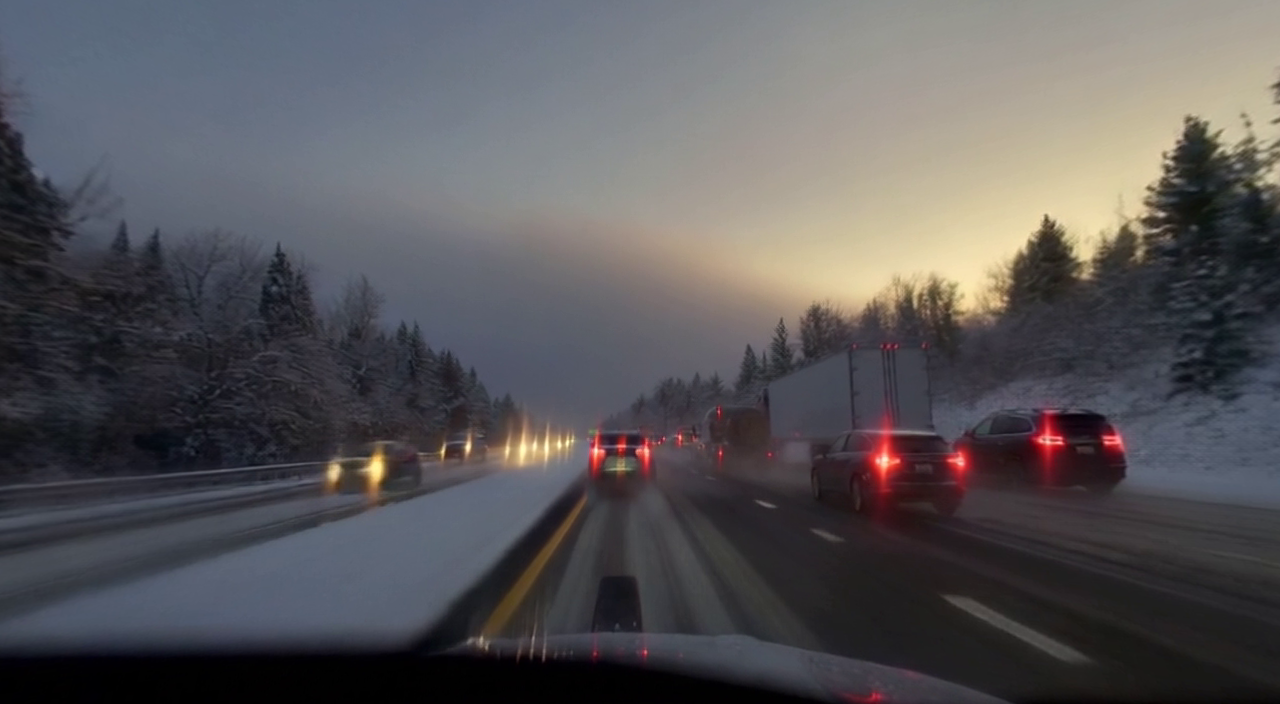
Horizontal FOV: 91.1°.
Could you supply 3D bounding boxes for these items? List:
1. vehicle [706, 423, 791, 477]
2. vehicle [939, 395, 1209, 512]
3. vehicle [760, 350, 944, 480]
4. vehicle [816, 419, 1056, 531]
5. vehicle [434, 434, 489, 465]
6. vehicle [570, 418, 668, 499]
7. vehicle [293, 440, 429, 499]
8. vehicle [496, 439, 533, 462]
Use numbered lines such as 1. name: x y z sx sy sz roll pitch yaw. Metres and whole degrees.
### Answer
1. vehicle: 3.638 3.359 21.819 2.147 1.707 3.963 0 -8 -1
2. vehicle: 8.495 2.025 13.039 2.116 1.965 4.691 0 -8 -2
3. vehicle: 7.915 2.834 26.506 2.867 4.066 13.802 0 -7 0
4. vehicle: 4.628 1.958 10.675 2.040 1.523 4.068 0 -8 0
5. vehicle: -12.318 6.742 43.806 2.338 2.059 5.149 0 -8 -1
6. vehicle: -0.488 2.567 15.641 2.087 1.709 4.455 0 -8 -1
7. vehicle: -8.397 3.532 19.544 2.054 1.579 4.792 0 -8 0
8. vehicle: -8.877 7.001 44.851 1.872 1.521 3.962 0 -8 0
